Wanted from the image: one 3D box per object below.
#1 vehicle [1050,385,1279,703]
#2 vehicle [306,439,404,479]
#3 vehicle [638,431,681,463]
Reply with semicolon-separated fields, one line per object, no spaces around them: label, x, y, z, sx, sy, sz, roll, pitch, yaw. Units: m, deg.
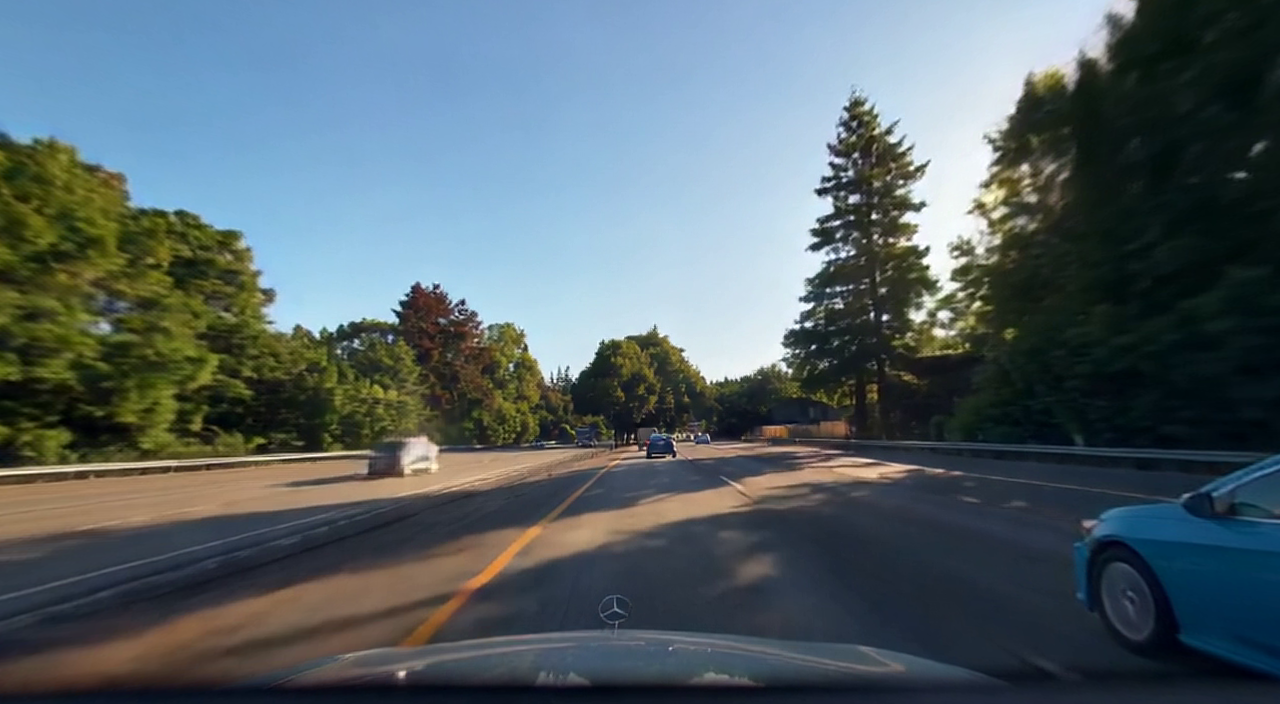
vehicle;3.603;0.749;1.695;1.981;1.467;4.459;0;-8;0
vehicle;-11.913;4.451;26.683;1.910;1.498;4.618;0;-8;1
vehicle;0.941;4.838;32.378;2.046;1.526;3.903;0;-8;0
